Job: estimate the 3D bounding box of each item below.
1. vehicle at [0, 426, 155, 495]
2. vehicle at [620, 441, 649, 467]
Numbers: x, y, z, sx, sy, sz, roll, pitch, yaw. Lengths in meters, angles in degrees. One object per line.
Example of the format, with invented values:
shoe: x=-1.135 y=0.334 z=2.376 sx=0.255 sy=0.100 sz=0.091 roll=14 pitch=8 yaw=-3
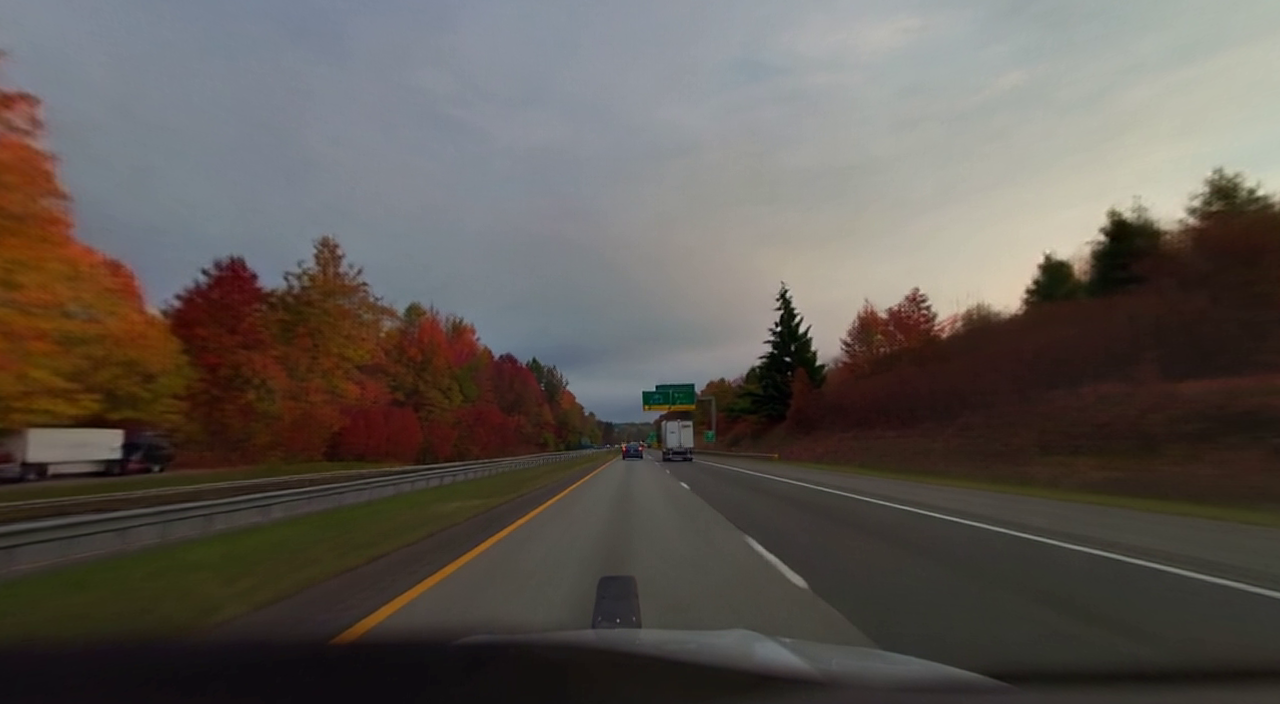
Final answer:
vehicle: x=-40.460 y=7.584 z=44.386 sx=2.932 sy=4.093 sz=14.120 roll=1 pitch=-9 yaw=-9
vehicle: x=-0.464 y=7.756 z=47.863 sx=2.156 sy=1.886 sz=4.334 roll=0 pitch=-9 yaw=-2
